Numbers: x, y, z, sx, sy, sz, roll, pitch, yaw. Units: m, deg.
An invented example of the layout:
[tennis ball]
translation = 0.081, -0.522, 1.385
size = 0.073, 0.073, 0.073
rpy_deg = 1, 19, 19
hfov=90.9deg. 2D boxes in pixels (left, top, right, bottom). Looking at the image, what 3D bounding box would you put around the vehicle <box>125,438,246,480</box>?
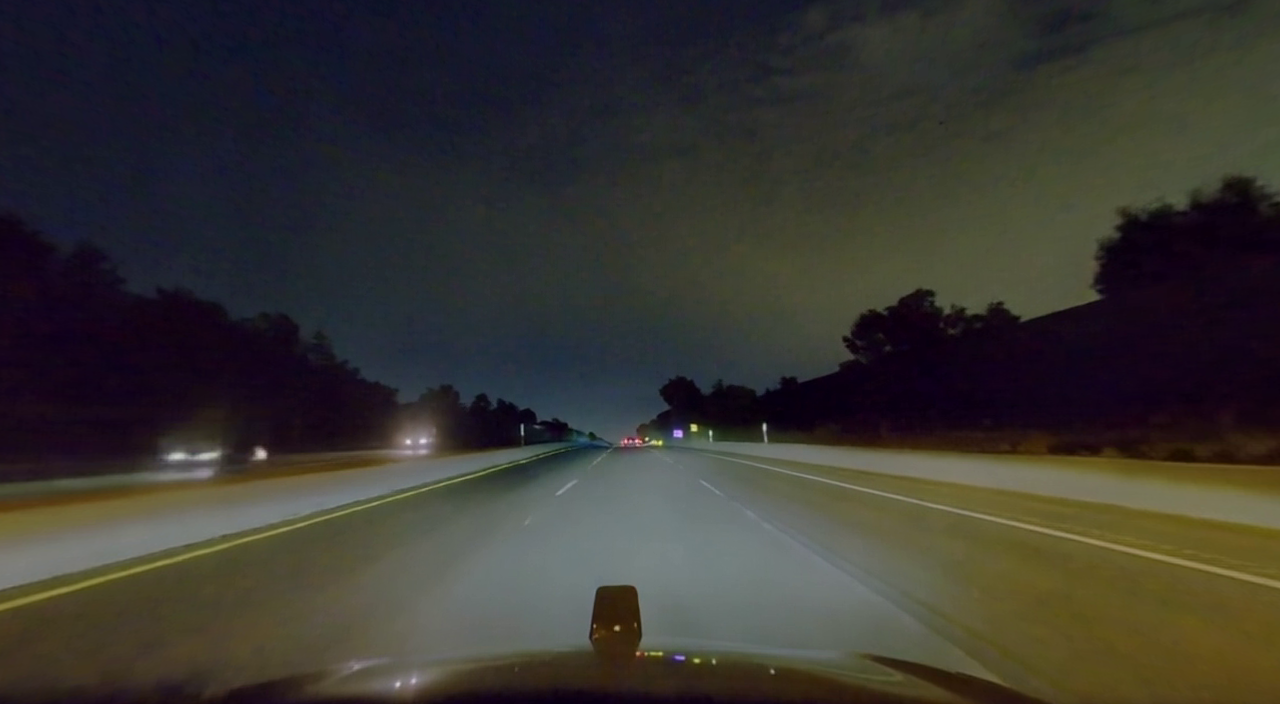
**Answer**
[vehicle]
translation = -17.105, 4.002, 23.968
size = 1.832, 1.438, 3.798
rpy_deg = 0, -8, -2
